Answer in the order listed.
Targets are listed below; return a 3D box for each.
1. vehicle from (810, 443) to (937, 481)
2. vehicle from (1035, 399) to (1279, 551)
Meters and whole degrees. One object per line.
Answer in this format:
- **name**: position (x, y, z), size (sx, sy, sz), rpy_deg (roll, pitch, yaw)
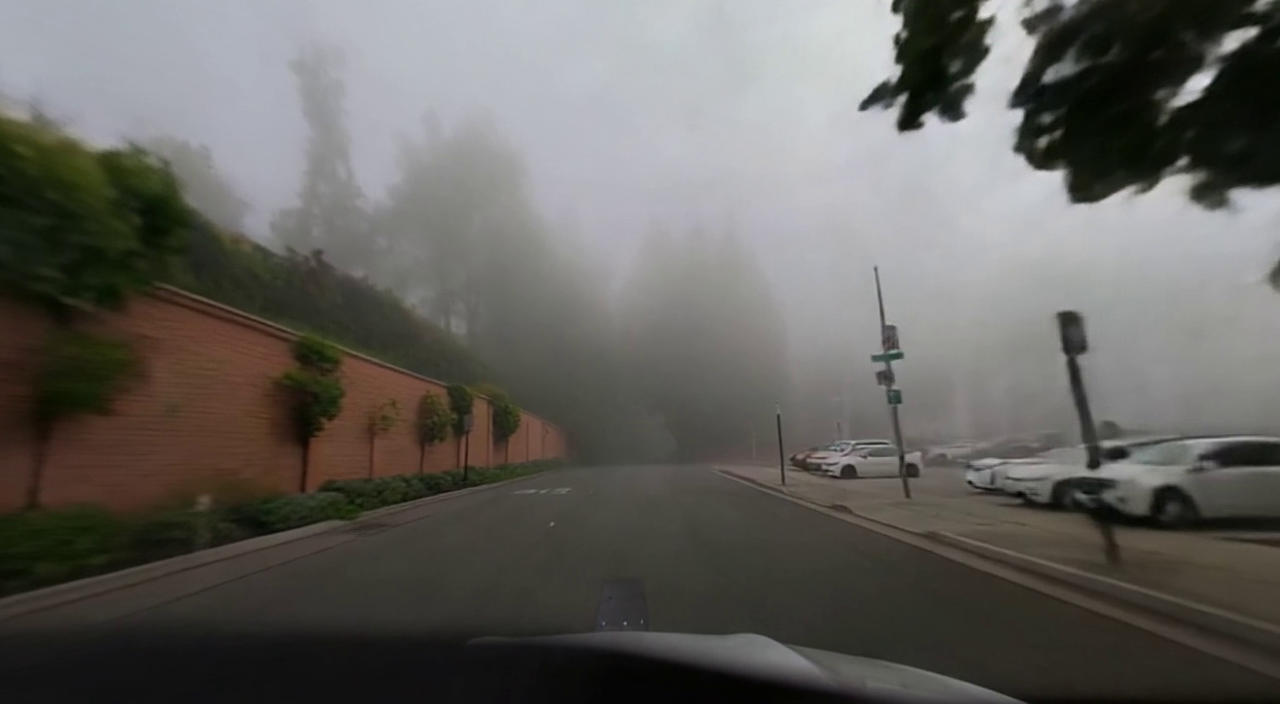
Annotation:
- **vehicle**: position (9.497, 4.528, 25.911), size (4.309, 1.442, 2.145), rpy_deg (0, -9, -1)
- **vehicle**: position (10.027, 1.971, 10.240), size (5.544, 2.115, 2.380), rpy_deg (1, -8, 3)
